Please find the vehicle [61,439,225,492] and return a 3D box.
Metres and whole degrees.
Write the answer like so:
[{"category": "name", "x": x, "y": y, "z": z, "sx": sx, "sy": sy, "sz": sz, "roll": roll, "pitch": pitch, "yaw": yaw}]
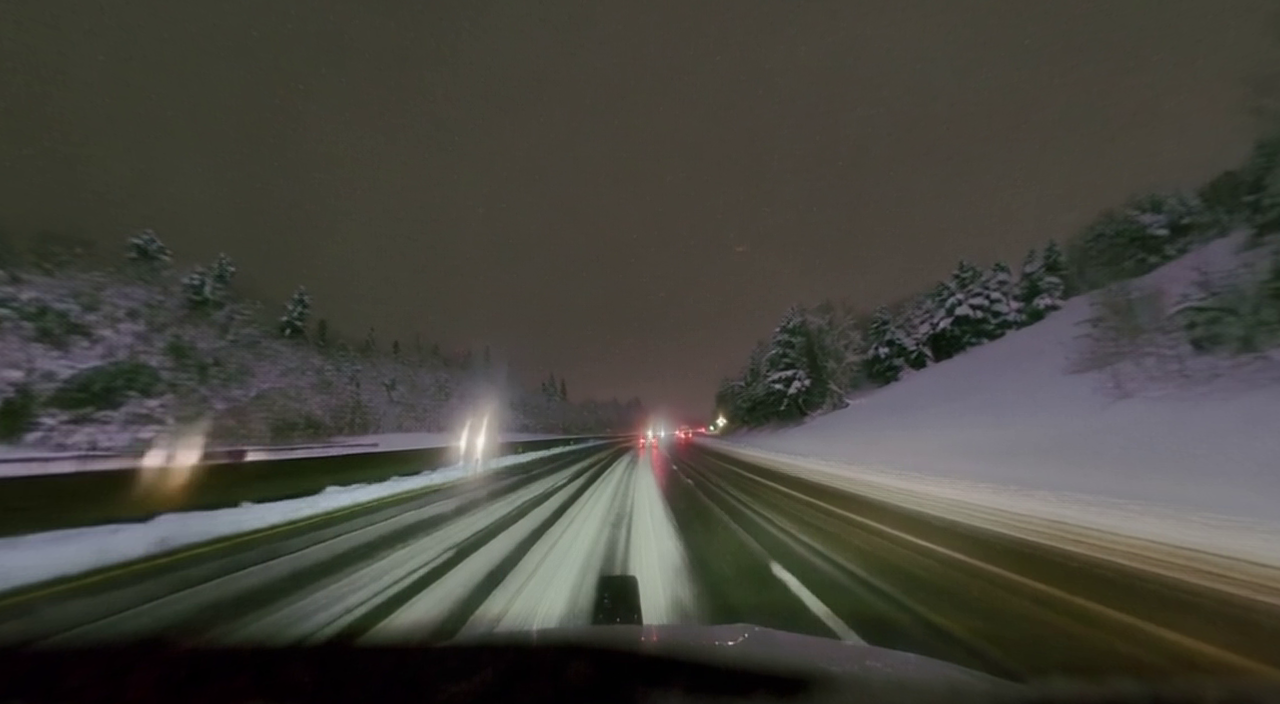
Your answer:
[{"category": "vehicle", "x": -15.297, "y": 3.457, "z": 19.701, "sx": 1.833, "sy": 1.448, "sz": 4.087, "roll": 0, "pitch": -8, "yaw": -1}]
